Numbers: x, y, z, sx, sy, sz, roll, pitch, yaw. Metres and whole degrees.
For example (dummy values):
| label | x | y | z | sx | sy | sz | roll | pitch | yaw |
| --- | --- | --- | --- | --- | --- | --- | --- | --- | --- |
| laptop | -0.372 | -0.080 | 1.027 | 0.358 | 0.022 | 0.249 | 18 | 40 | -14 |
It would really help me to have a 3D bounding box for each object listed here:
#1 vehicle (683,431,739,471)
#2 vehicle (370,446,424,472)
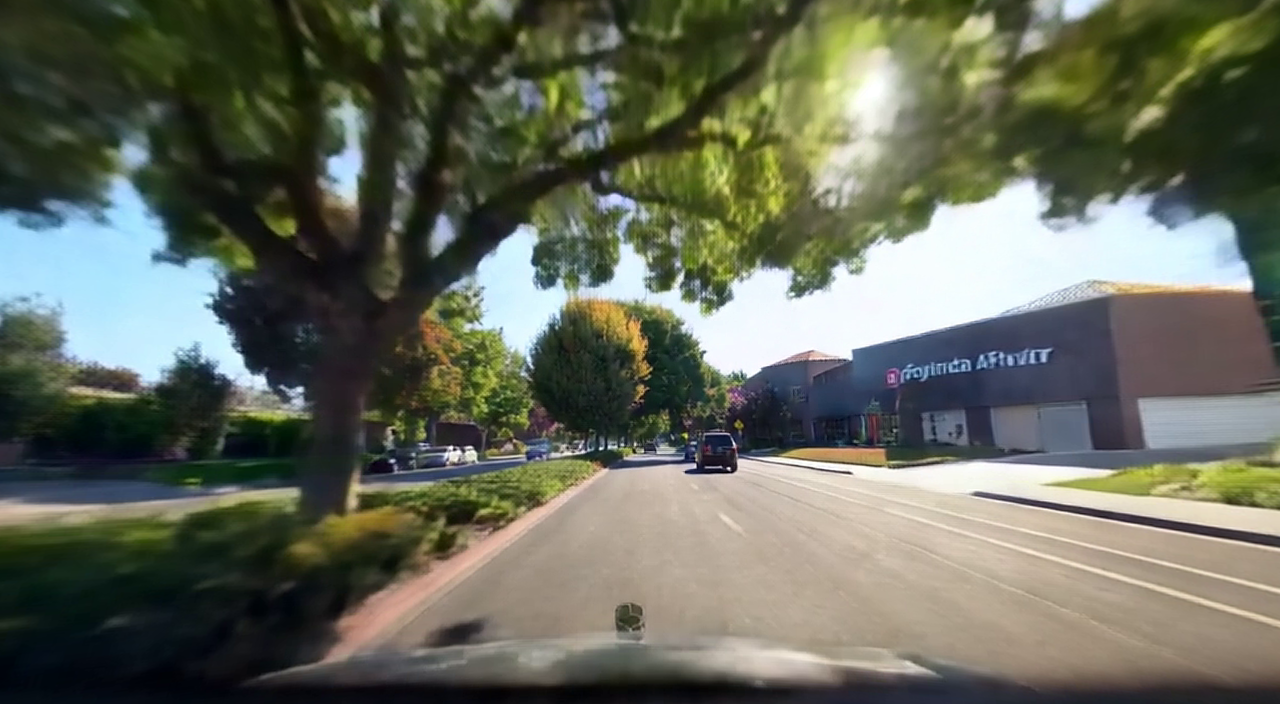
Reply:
| label | x | y | z | sx | sy | sz | roll | pitch | yaw |
| --- | --- | --- | --- | --- | --- | --- | --- | --- | --- |
| vehicle | 3.367 | 4.793 | 30.645 | 2.143 | 1.759 | 4.378 | 0 | -8 | -1 |
| vehicle | -16.201 | 7.148 | 42.315 | 1.848 | 1.641 | 4.644 | 0 | -8 | -1 |
